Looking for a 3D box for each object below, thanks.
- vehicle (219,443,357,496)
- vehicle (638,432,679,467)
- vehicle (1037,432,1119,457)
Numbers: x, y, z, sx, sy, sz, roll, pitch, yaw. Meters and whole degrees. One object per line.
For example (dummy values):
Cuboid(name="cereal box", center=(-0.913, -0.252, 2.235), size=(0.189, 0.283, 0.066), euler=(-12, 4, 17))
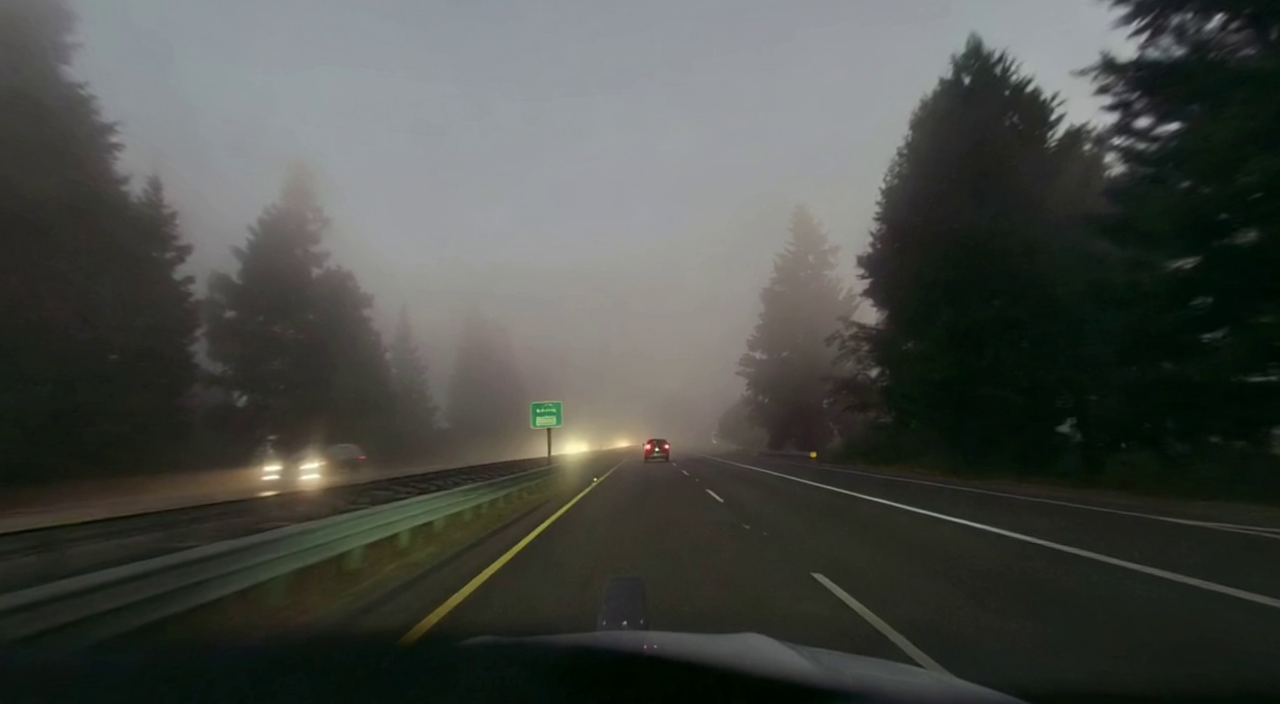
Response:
Cuboid(name="vehicle", center=(-11.373, 3.783, 20.772), size=(1.866, 1.511, 4.599), euler=(0, -8, 1))
Cuboid(name="vehicle", center=(1.134, 5.903, 38.204), size=(2.301, 1.944, 4.554), euler=(0, -8, 2))
Cuboid(name="vehicle", center=(25.871, 5.494, 37.243), size=(3.489, 1.399, 1.702), euler=(-2, -8, 14))
